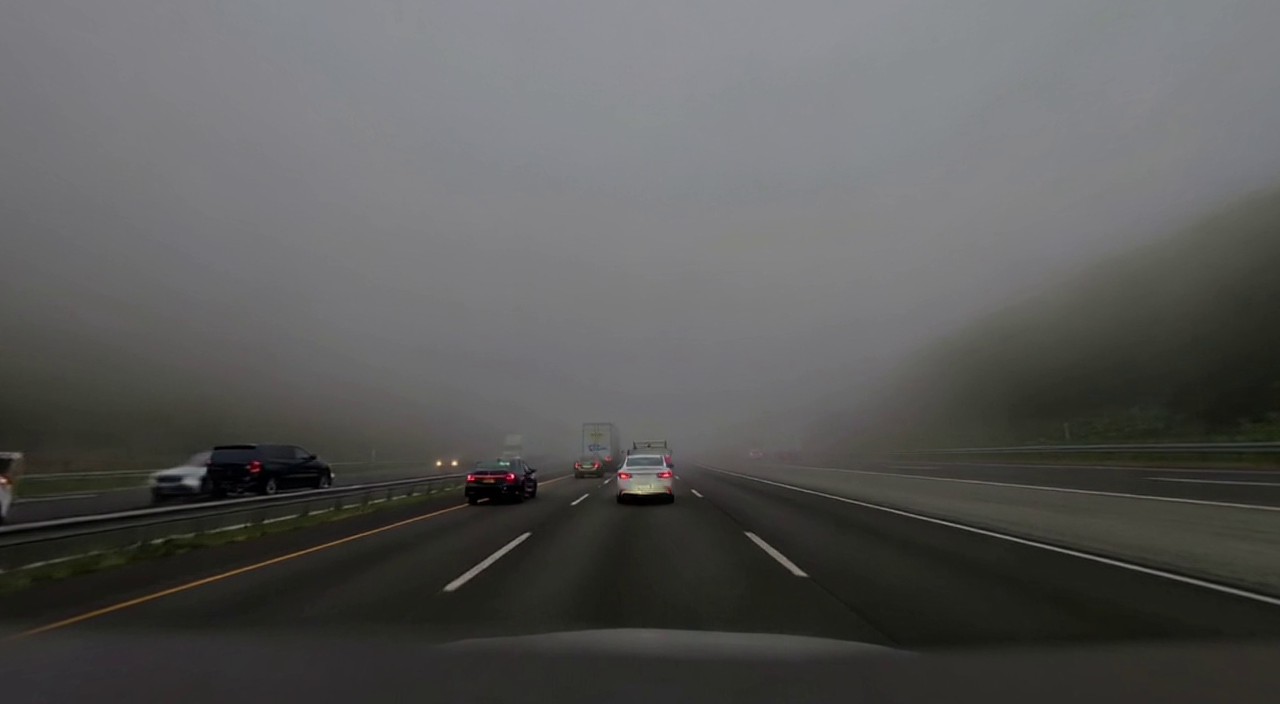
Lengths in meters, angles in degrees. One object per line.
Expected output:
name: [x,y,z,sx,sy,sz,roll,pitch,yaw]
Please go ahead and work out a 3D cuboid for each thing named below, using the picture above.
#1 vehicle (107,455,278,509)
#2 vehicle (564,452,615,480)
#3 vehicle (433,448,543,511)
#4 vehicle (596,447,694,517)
vehicle: [-13.973,4.052,20.113,1.940,1.482,4.610,-1,-9,2]
vehicle: [-2.851,6.263,34.912,1.952,1.402,4.184,2,-9,-16]
vehicle: [-4.068,3.470,17.670,1.929,1.509,4.331,0,-9,1]
vehicle: [0.110,3.055,15.315,2.057,1.449,3.931,0,-9,0]
